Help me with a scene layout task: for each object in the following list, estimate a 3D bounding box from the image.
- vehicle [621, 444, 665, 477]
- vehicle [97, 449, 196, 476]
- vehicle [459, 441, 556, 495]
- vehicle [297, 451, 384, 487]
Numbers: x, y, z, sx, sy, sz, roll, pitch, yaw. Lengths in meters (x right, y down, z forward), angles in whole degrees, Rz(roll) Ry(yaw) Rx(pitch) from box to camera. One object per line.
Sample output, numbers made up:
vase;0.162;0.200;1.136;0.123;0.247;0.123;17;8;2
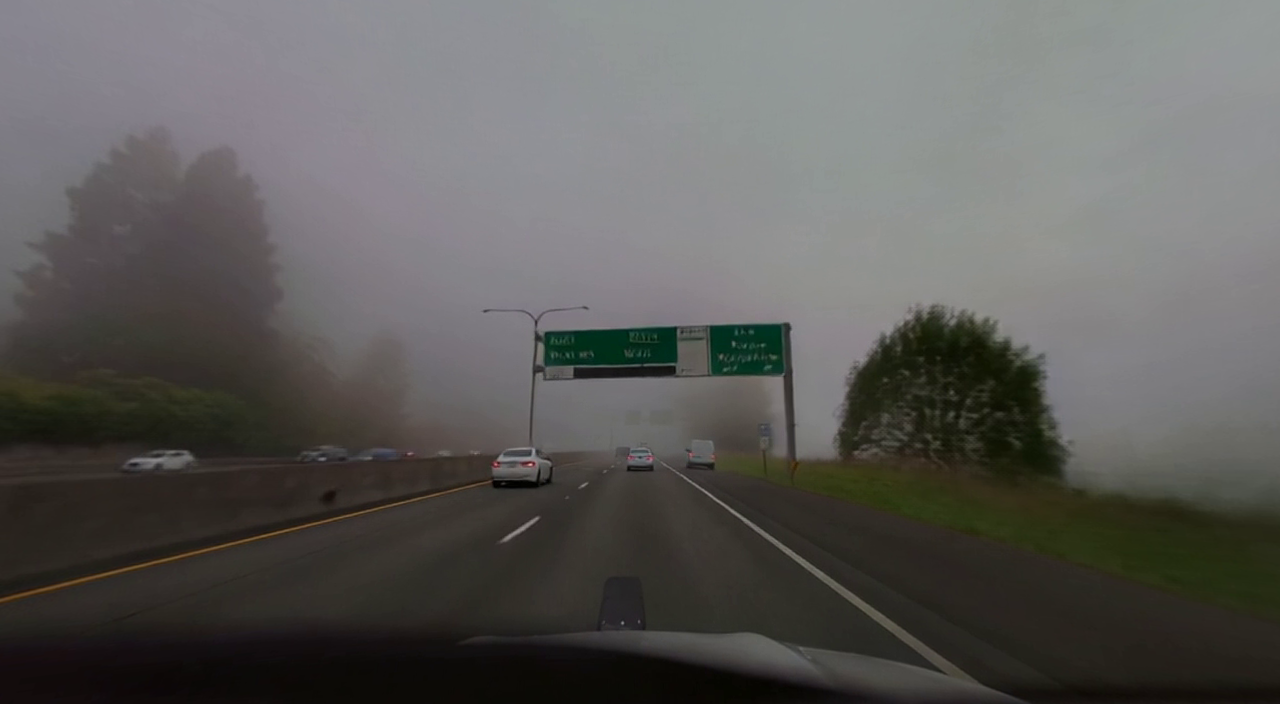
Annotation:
vehicle;0.138;5.210;30.478;1.960;1.456;3.818;0;-9;0
vehicle;-28.901;6.463;37.106;1.958;1.452;4.787;0;-9;0
vehicle;-4.117;3.690;20.399;2.081;1.534;4.543;0;-9;1
vehicle;-12.912;5.054;27.467;1.809;1.438;4.005;0;-9;0
